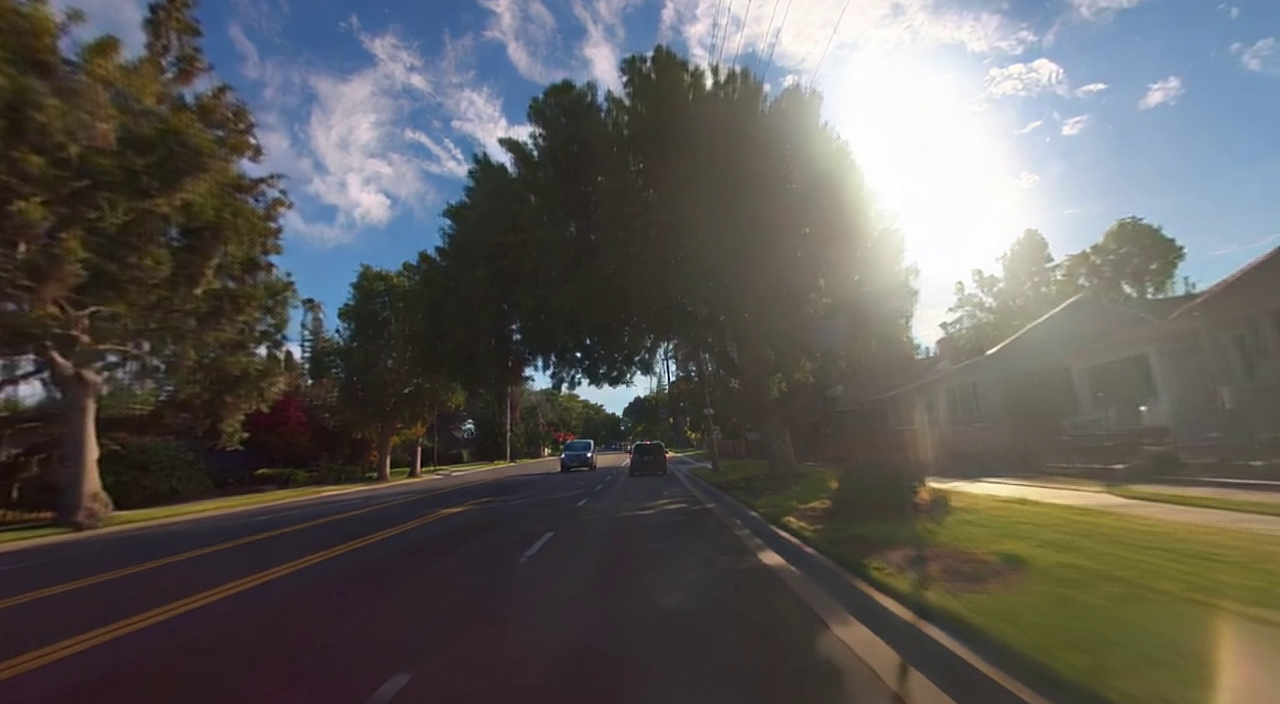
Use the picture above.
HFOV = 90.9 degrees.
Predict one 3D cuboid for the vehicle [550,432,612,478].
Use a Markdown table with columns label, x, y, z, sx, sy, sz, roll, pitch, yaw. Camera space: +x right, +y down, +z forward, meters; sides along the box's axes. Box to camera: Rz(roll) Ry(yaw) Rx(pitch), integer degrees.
| label | x | y | z | sx | sy | sz | roll | pitch | yaw |
| --- | --- | --- | --- | --- | --- | --- | --- | --- | --- |
| vehicle | -2.426 | 4.403 | 27.043 | 2.157 | 1.765 | 4.303 | -1 | -9 | 2 |

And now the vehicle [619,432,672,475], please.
| label | x | y | z | sx | sy | sz | roll | pitch | yaw |
| --- | --- | --- | --- | --- | --- | --- | --- | --- | --- |
| vehicle | 0.224 | 4.389 | 27.335 | 2.120 | 1.718 | 3.909 | 0 | -9 | 0 |
